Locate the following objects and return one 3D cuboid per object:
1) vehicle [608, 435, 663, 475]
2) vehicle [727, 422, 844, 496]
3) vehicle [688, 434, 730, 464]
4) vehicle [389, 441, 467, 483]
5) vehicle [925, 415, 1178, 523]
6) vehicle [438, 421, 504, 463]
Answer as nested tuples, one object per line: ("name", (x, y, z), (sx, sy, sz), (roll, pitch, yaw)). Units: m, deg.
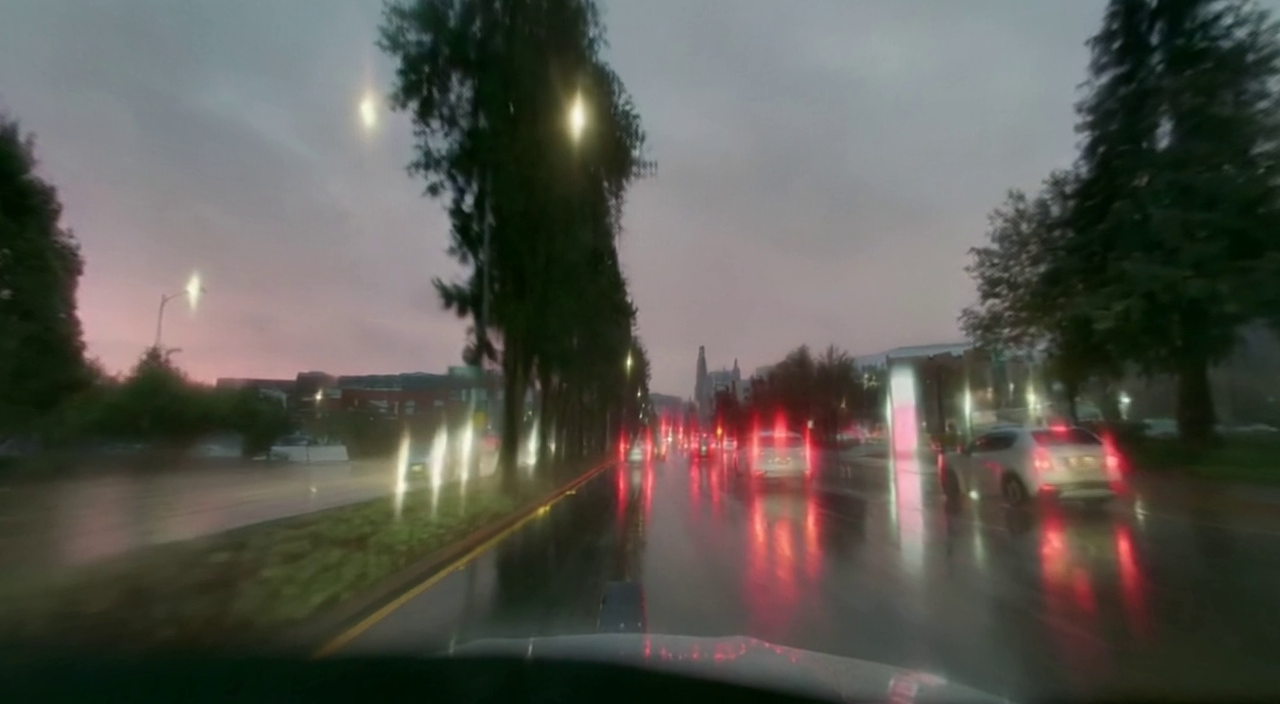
("vehicle", (-0.141, 4.266, 26.122), (2.111, 1.506, 4.018), (0, -9, 1))
("vehicle", (3.736, 2.858, 16.987), (2.130, 1.718, 4.310), (0, -9, 0))
("vehicle", (4.116, 5.899, 38.135), (1.982, 1.709, 4.427), (0, -9, 0))
("vehicle", (-7.844, 4.091, 23.546), (1.617, 1.448, 3.609), (0, -9, 1))
("vehicle", (7.643, 2.221, 12.377), (2.008, 1.714, 4.407), (0, -9, 1))
("vehicle", (-10.930, 5.929, 41.083), (2.585, 2.507, 5.743), (0, -9, 1))
